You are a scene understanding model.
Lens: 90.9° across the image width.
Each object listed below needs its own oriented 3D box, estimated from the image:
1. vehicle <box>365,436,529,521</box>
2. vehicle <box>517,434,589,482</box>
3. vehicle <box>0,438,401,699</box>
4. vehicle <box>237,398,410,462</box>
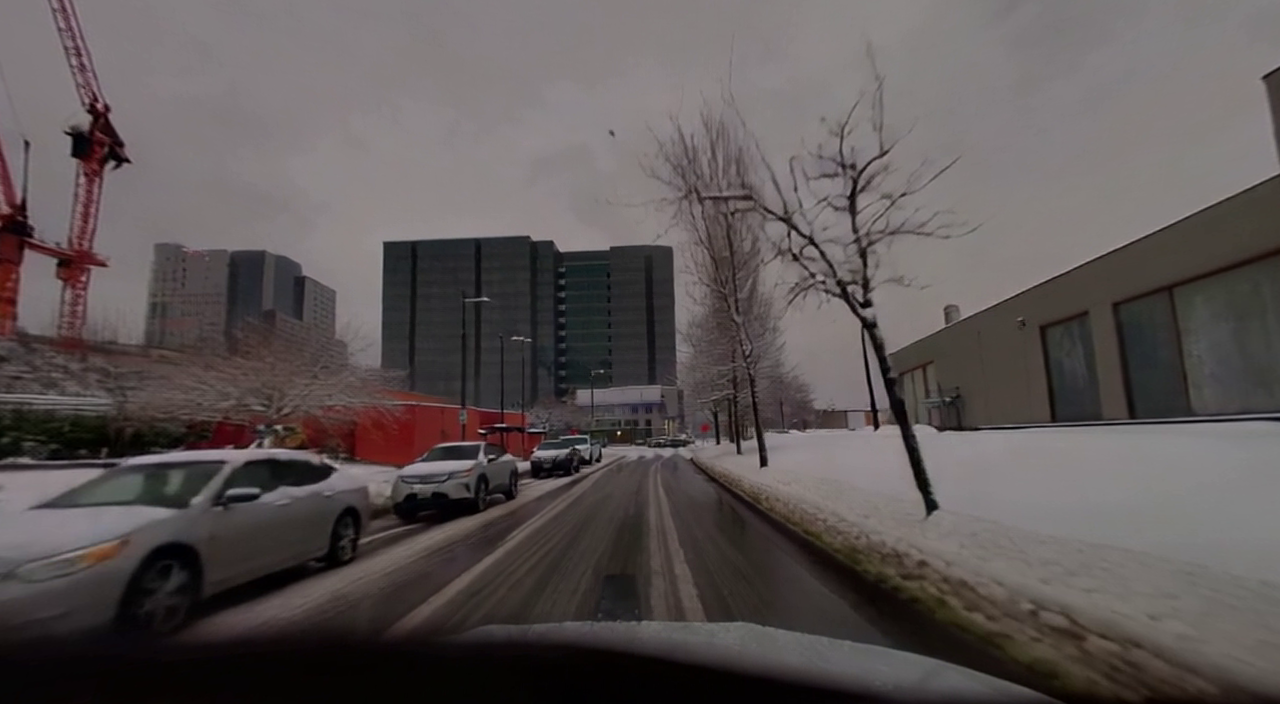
[{"bbox_3d":[-3.786,2.516,13.285,1.948,1.460,4.394,-1,-8,2],"label":"vehicle"},{"bbox_3d":[-3.208,3.988,24.134,1.980,1.635,4.153,-1,-8,3],"label":"vehicle"},{"bbox_3d":[-4.100,1.512,5.766,1.996,1.411,4.370,-1,-8,2],"label":"vehicle"},{"bbox_3d":[-13.019,3.262,26.150,6.039,2.449,2.273,-1,-8,7],"label":"vehicle"}]
